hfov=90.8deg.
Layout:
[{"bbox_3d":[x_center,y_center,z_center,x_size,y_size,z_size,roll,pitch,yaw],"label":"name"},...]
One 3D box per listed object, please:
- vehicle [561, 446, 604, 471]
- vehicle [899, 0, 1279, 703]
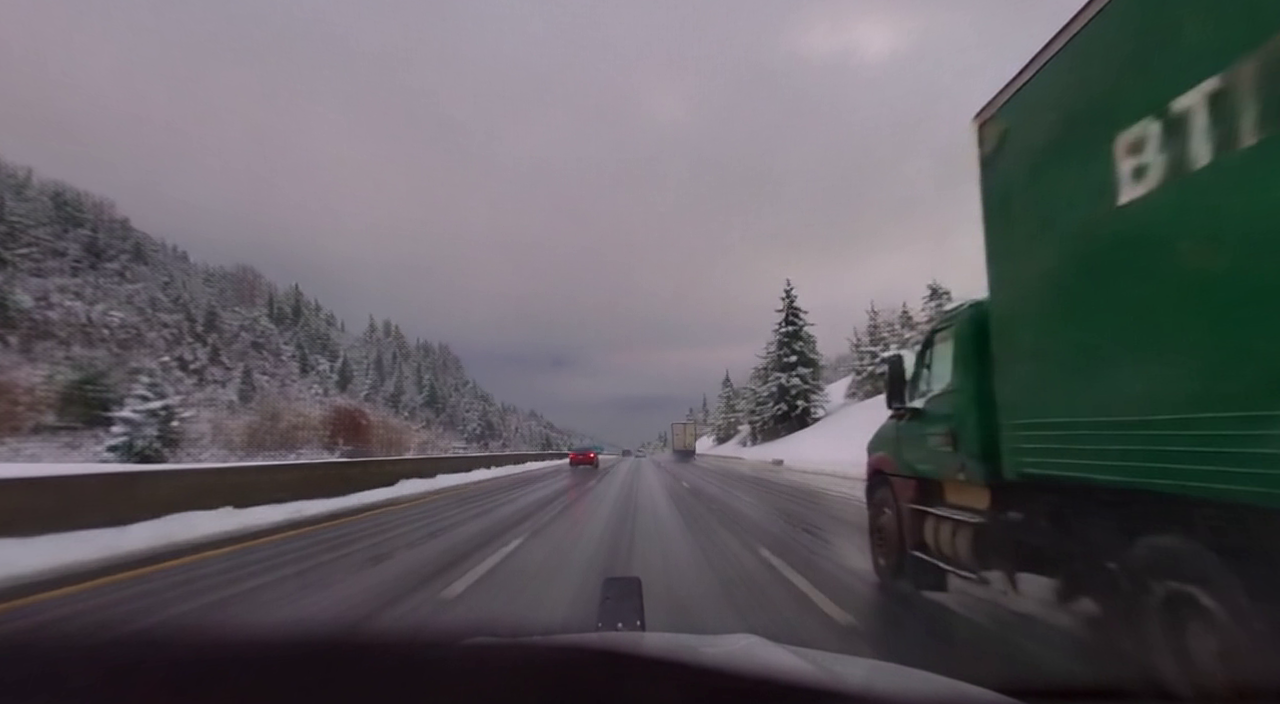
[{"bbox_3d":[-3.502,6.605,39.310,2.060,1.475,5.314,0,-9,1],"label":"vehicle"},{"bbox_3d":[4.013,-0.302,2.610,2.999,4.023,6.337,0,-9,-1],"label":"vehicle"}]
